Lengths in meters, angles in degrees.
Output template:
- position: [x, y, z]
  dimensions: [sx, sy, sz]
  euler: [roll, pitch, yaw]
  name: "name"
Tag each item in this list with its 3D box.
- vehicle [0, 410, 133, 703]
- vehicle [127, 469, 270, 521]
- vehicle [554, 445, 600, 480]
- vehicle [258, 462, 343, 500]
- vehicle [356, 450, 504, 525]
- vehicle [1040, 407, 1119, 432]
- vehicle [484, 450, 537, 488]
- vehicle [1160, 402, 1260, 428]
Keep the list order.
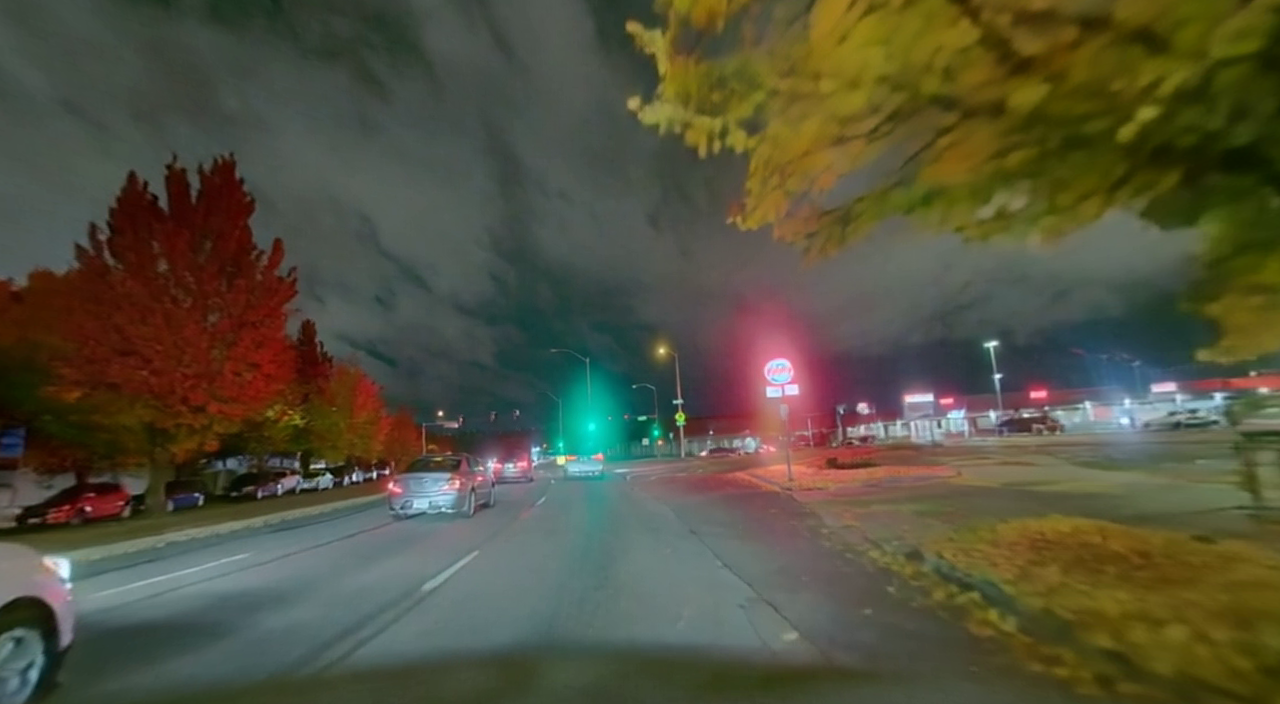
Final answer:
- position: [-4.366, 0.903, 1.757]
  dimensions: [2.085, 1.663, 4.513]
  euler: [0, -9, 0]
  name: "vehicle"
- position: [-15.630, 5.049, 22.658]
  dimensions: [2.010, 1.530, 4.534]
  euler: [1, -9, -3]
  name: "vehicle"
- position: [-3.343, 5.714, 32.828]
  dimensions: [2.144, 1.704, 4.028]
  euler: [2, -9, -9]
  name: "vehicle"
- position: [-16.343, 6.199, 30.582]
  dimensions: [2.026, 1.615, 4.324]
  euler: [1, -9, -6]
  name: "vehicle"
- position: [-4.877, 3.205, 15.626]
  dimensions: [2.090, 1.506, 5.326]
  euler: [1, -9, -3]
  name: "vehicle"
- position: [34.147, 5.269, 48.963]
  dimensions: [4.653, 1.696, 2.110]
  euler: [-9, -10, 41]
  name: "vehicle"
- position: [-5.811, 5.283, 28.696]
  dimensions: [1.974, 1.549, 4.603]
  euler: [2, -9, -7]
  name: "vehicle"
- position: [42.301, 4.735, 46.875]
  dimensions: [5.280, 1.764, 2.026]
  euler: [-6, -12, 41]
  name: "vehicle"
